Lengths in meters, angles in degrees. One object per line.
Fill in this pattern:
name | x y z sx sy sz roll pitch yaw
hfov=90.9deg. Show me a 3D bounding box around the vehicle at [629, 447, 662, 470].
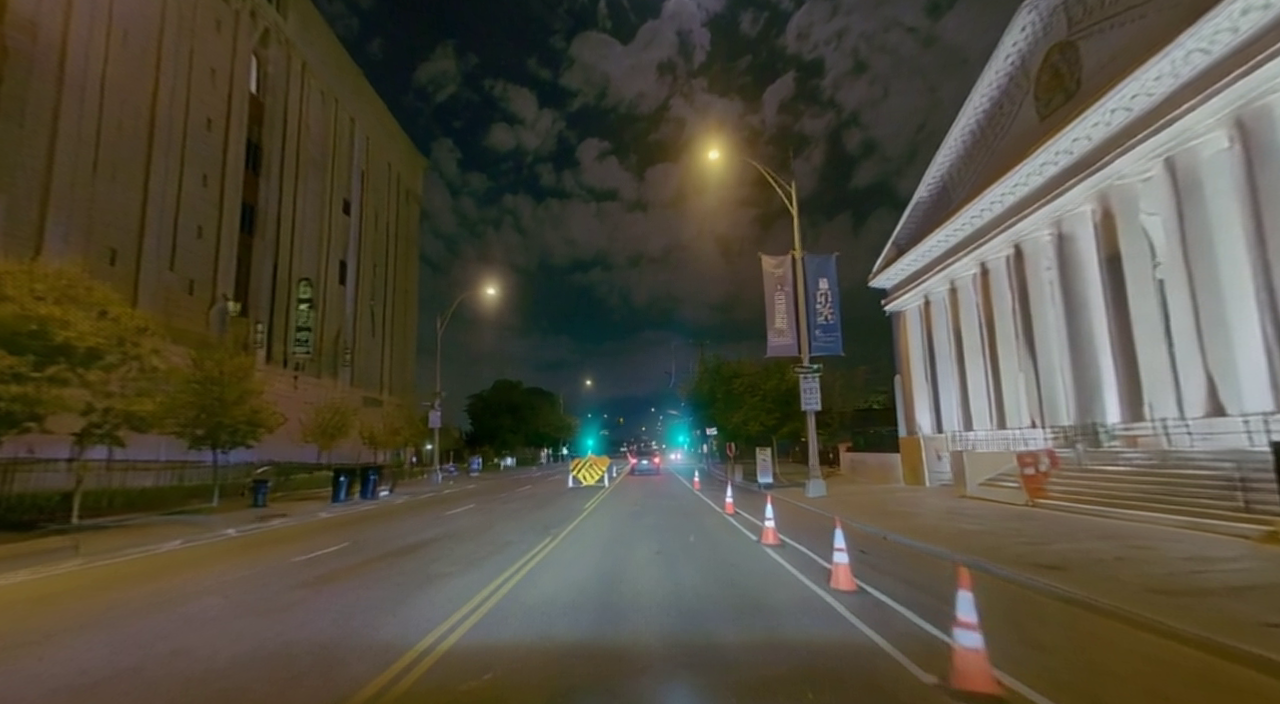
vehicle | 0.423 7.661 45.564 2.216 1.492 4.725 0 -9 1
